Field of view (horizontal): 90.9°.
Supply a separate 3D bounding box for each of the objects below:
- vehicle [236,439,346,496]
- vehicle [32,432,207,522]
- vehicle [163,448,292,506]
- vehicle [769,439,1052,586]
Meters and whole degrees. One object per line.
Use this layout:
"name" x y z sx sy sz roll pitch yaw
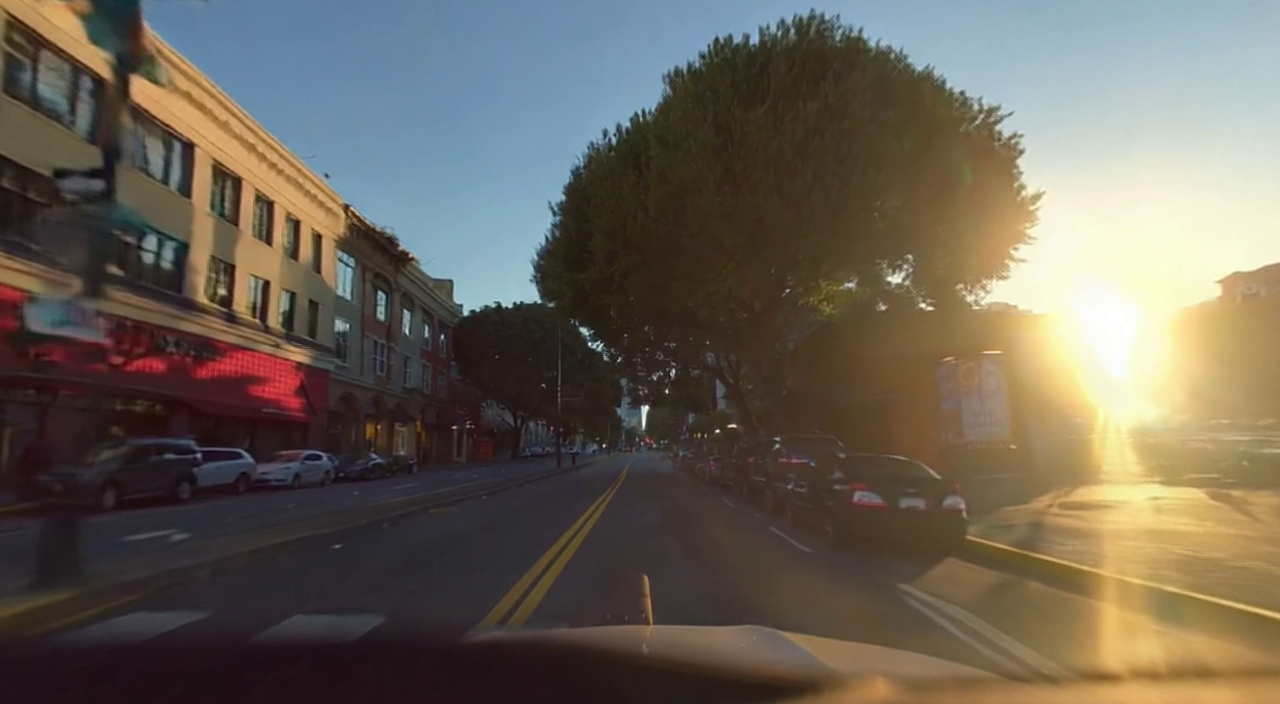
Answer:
"vehicle" -12.575 4.080 22.604 4.606 1.809 1.961 -8 -12 42
"vehicle" -12.445 2.865 14.996 4.447 1.790 2.206 -7 -11 39
"vehicle" -12.176 3.560 18.500 4.379 1.480 1.956 -8 -12 41
"vehicle" 3.357 2.062 9.019 2.120 1.560 4.402 0 -9 0
